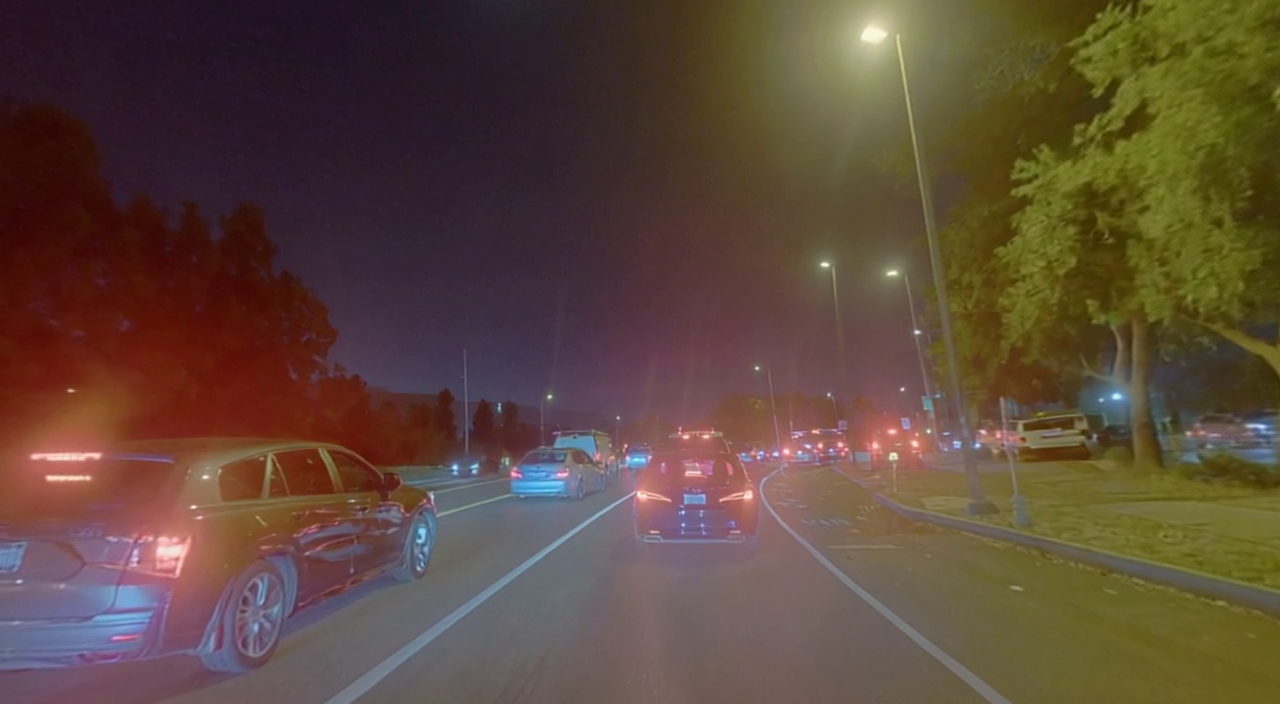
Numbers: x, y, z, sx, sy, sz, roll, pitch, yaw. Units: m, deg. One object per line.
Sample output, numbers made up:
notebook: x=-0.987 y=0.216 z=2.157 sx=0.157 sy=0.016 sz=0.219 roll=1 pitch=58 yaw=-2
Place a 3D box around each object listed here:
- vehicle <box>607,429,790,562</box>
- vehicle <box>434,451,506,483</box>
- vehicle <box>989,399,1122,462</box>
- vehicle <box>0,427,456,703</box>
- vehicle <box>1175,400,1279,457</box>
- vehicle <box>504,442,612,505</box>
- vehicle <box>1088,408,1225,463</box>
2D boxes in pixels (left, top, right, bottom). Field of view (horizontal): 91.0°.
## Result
vehicle: x=0.841 y=2.004 z=9.522 sx=2.142 sy=1.528 sz=4.133 roll=-1 pitch=-9 yaw=5
vehicle: x=-8.746 y=5.950 z=32.908 sx=1.947 sy=1.482 sz=4.589 roll=-1 pitch=-9 yaw=8
vehicle: x=14.223 y=2.813 z=21.963 sx=2.288 sy=1.933 sz=4.612 roll=-2 pitch=-9 yaw=13
vehicle: x=-3.225 y=1.448 z=5.181 sx=1.940 sy=1.502 sz=4.241 roll=-1 pitch=-9 yaw=3
vehicle: x=20.197 y=2.514 z=20.864 sx=1.902 sy=1.529 sz=3.937 roll=-10 pitch=-10 yaw=12
vehicle: x=-2.082 y=3.257 z=17.377 sx=1.870 sy=1.490 sz=4.187 roll=-1 pitch=-9 yaw=8
vehicle: x=17.359 y=2.859 z=21.432 sx=1.803 sy=1.518 sz=3.893 roll=-7 pitch=-9 yaw=11
